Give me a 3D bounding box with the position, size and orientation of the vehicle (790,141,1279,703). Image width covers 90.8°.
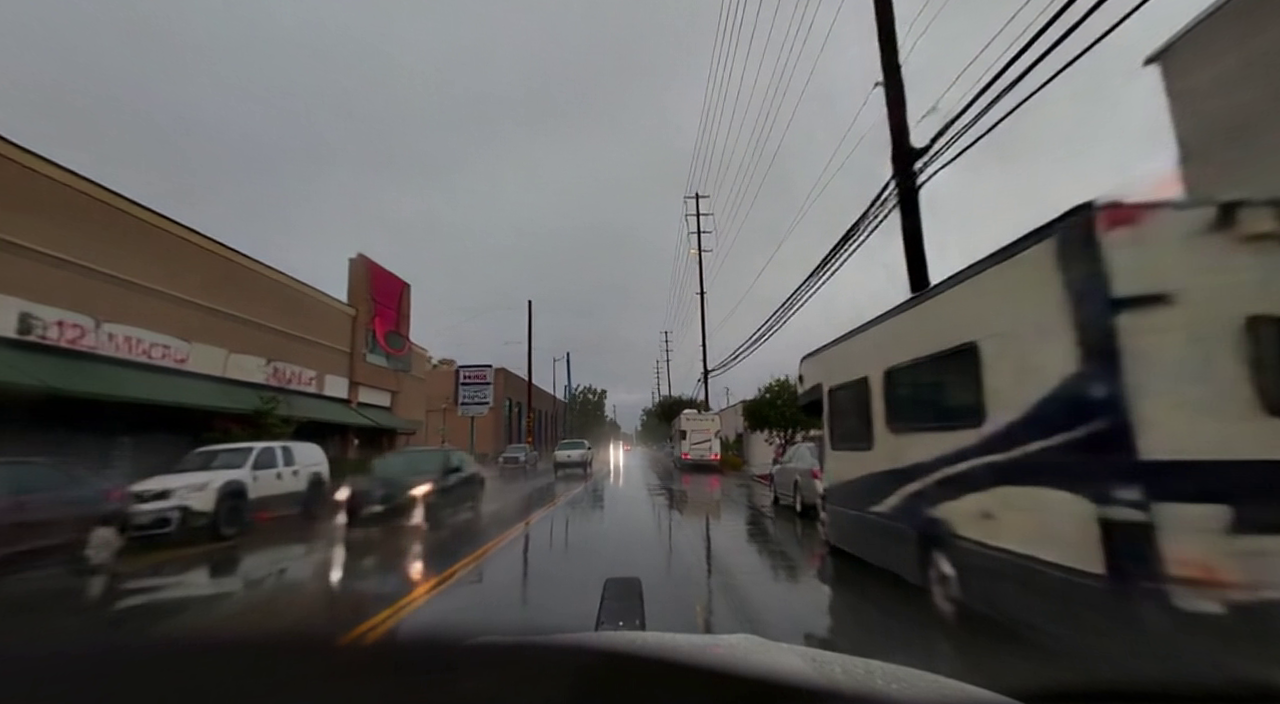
[{"bbox_3d":[3.723,0.791,6.340,2.880,2.959,6.375,-1,-8,1],"label":"vehicle"}]

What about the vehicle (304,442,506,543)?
[{"bbox_3d":[-4.009,2.448,11.750,1.966,1.482,4.473,-1,-9,1],"label":"vehicle"}]

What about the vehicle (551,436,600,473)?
[{"bbox_3d":[-3.709,5.976,37.070,2.307,1.998,4.734,-1,-9,1],"label":"vehicle"}]

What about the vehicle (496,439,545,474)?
[{"bbox_3d":[-8.056,7.137,43.168,2.177,2.075,5.427,-4,-9,0],"label":"vehicle"}]

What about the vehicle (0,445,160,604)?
[{"bbox_3d":[-7.922,1.903,6.990,1.903,1.710,4.322,0,-9,-2],"label":"vehicle"}]

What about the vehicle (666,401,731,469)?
[{"bbox_3d":[3.748,5.760,42.598,3.029,3.860,7.726,-5,-11,-3],"label":"vehicle"}]

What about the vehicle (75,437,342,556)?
[{"bbox_3d":[-7.906,2.628,12.351,2.001,1.830,4.735,0,-9,-2],"label":"vehicle"}]
